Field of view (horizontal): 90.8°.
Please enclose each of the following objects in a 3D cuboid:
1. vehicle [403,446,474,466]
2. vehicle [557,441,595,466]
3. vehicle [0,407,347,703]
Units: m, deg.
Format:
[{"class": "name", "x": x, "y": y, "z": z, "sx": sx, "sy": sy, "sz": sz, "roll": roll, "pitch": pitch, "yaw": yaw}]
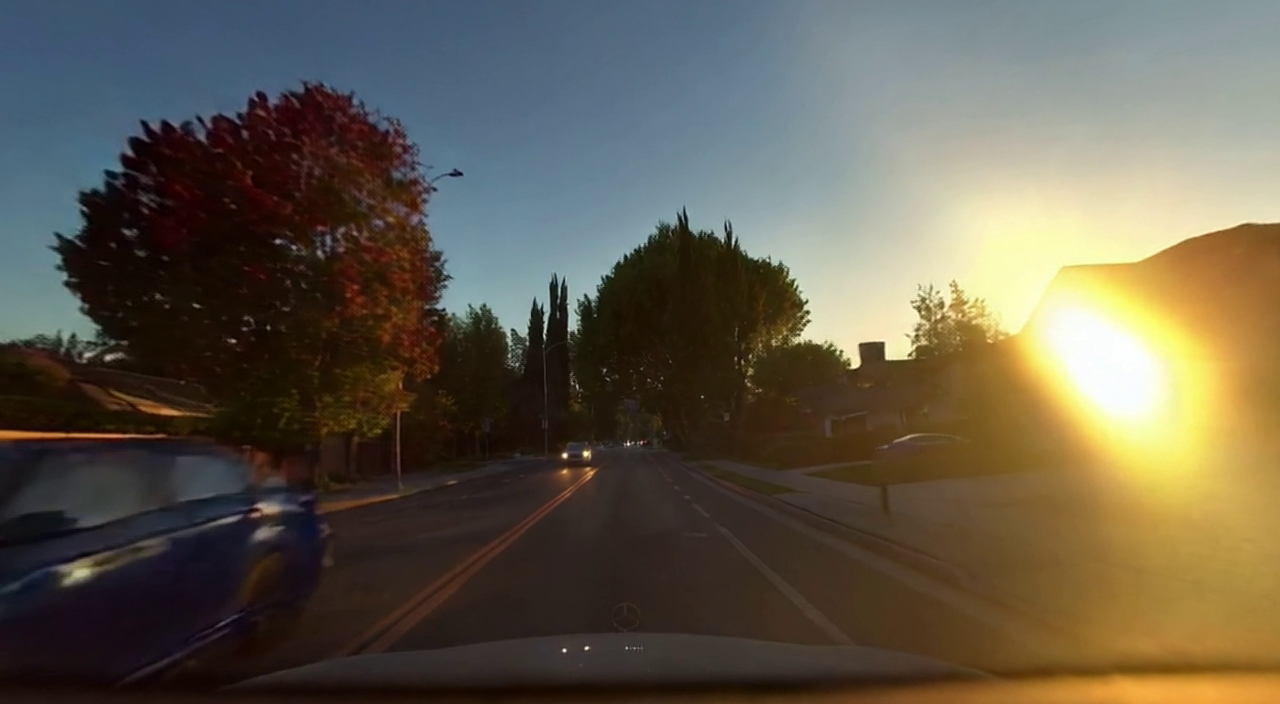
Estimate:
[{"class": "vehicle", "x": -15.448, "y": 8.000, "z": 48.599, "sx": 4.779, "sy": 1.453, "sz": 1.970, "roll": -2, "pitch": -9, "yaw": 10}, {"class": "vehicle", "x": -4.140, "y": 6.705, "z": 41.835, "sx": 1.996, "sy": 1.519, "sz": 4.559, "roll": 0, "pitch": -9, "yaw": 1}, {"class": "vehicle", "x": -3.398, "y": 1.053, "z": 2.800, "sx": 2.074, "sy": 1.527, "sz": 4.438, "roll": 0, "pitch": -9, "yaw": 0}]
